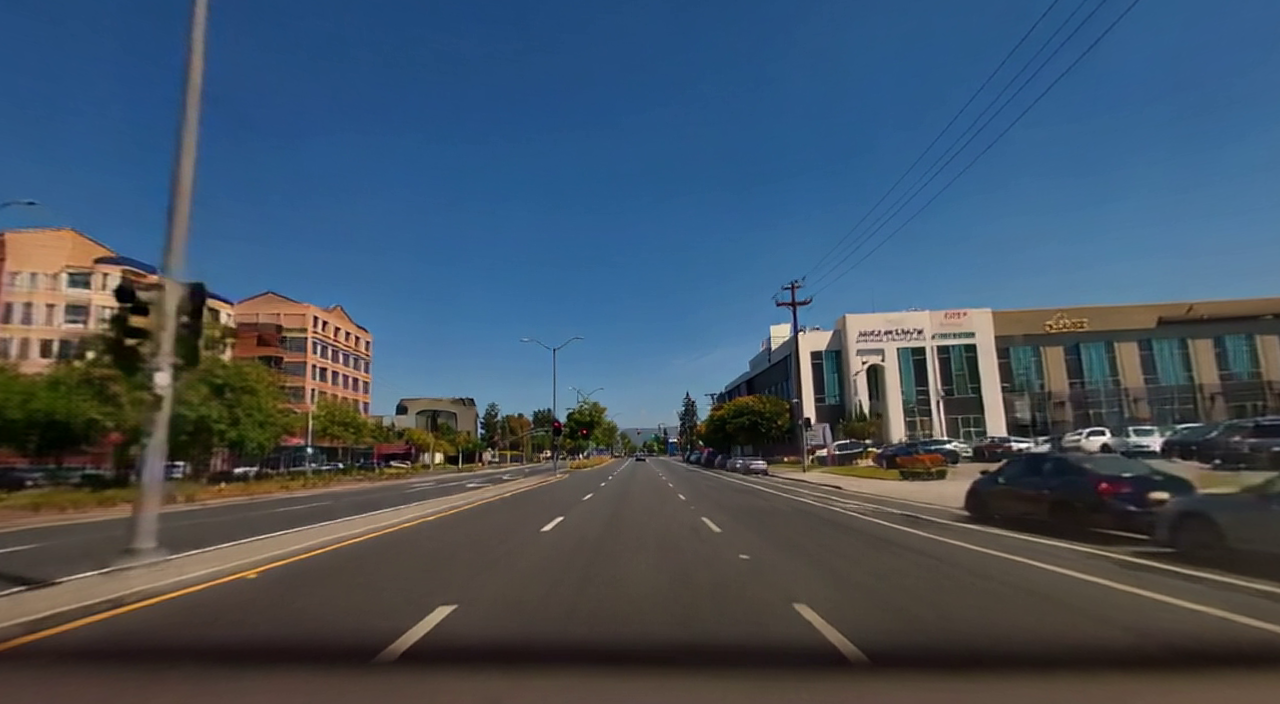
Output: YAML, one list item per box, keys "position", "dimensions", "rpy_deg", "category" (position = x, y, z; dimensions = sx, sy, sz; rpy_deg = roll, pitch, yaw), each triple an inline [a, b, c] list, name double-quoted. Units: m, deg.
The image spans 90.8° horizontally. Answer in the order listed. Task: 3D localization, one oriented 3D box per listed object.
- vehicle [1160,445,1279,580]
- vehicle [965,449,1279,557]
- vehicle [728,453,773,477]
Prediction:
- position: [7.745, 1.652, 6.299]
  dimensions: [1.714, 1.439, 4.020]
  rpy_deg: [0, -9, 1]
  category: "vehicle"
- position: [7.861, 2.440, 11.040]
  dimensions: [1.913, 1.465, 4.446]
  rpy_deg: [0, -9, -1]
  category: "vehicle"
- position: [7.435, 7.661, 43.030]
  dimensions: [2.066, 1.451, 4.783]
  rpy_deg: [0, -9, -2]
  category: "vehicle"
